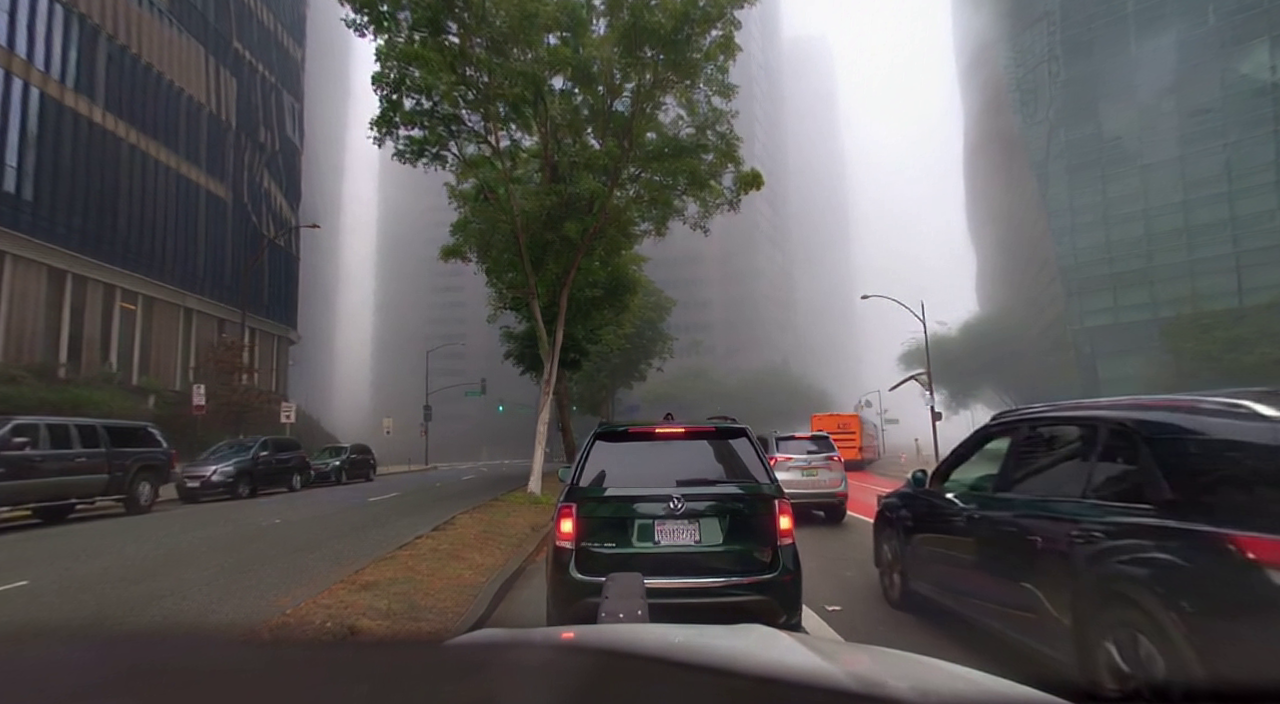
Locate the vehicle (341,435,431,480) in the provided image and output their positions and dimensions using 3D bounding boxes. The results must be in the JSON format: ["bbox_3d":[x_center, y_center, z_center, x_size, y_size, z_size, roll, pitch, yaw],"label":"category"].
[{"bbox_3d":[-12.093,5.062,30.601,2.338,1.963,5.740,0,-9,-4],"label":"vehicle"}]

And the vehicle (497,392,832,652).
[{"bbox_3d":[0.208,1.422,6.303,2.192,1.695,4.142,0,-8,1],"label":"vehicle"}]

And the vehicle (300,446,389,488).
[{"bbox_3d":[-11.576,4.499,25.091,1.791,1.463,4.210,0,-9,-4],"label":"vehicle"}]

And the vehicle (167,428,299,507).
[{"bbox_3d":[-11.218,3.169,17.699,1.559,1.973,3.419,1,-9,-5],"label":"vehicle"}]

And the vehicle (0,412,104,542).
[{"bbox_3d":[-10.485,1.918,9.727,1.543,1.946,3.454,1,-9,-6],"label":"vehicle"}]

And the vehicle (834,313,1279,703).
[{"bbox_3d":[2.934,1.004,3.589,2.097,1.697,5.065,0,-8,1],"label":"vehicle"}]

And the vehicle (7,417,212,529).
[{"bbox_3d":[-10.861,2.459,13.288,1.482,2.019,3.297,0,-9,-4],"label":"vehicle"}]
